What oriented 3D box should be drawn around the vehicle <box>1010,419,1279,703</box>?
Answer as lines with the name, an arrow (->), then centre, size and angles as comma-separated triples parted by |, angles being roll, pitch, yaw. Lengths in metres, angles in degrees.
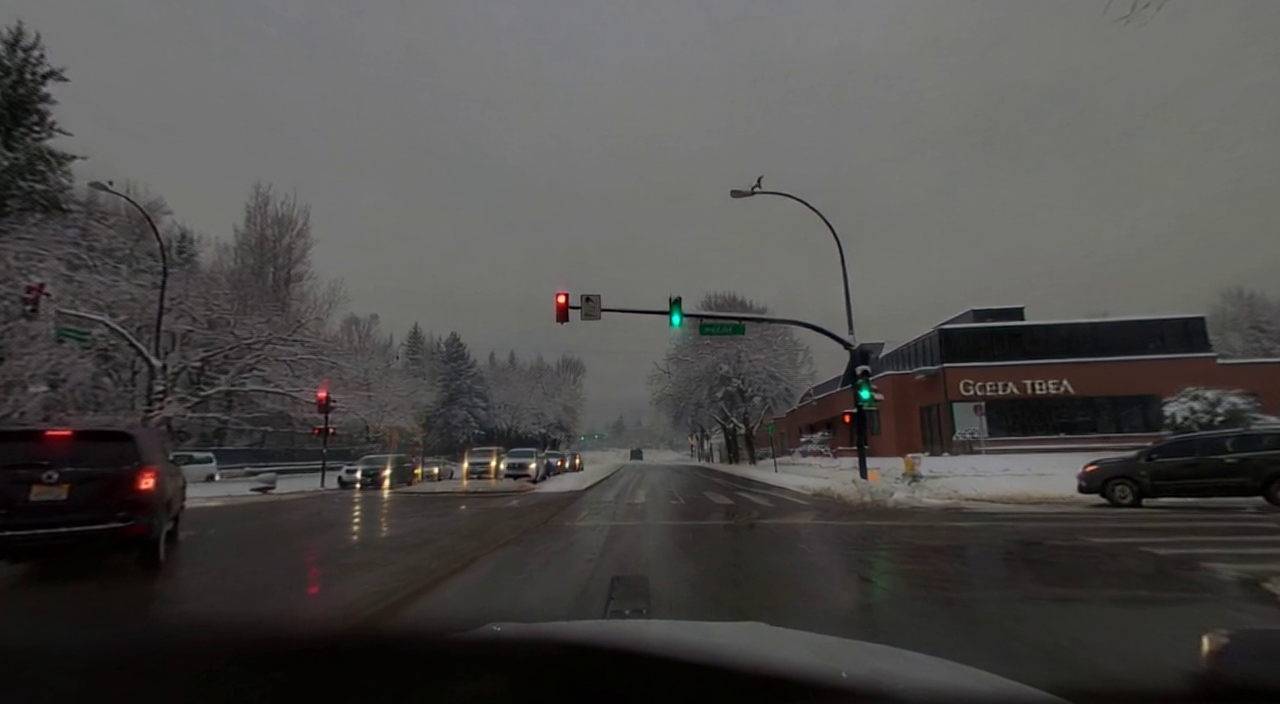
vehicle -> 3.610, 0.977, 2.241 | 1.966, 1.490, 4.429 | 0, -9, 1

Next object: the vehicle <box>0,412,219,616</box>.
vehicle -> -6.779, 1.741, 7.693 | 2.000, 1.789, 4.638 | 4, -9, -26

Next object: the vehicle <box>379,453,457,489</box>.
vehicle -> -10.604, 5.711, 30.558 | 2.041, 1.548, 4.868 | 0, -9, 0

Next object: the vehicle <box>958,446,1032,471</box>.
vehicle -> 21.509, 6.453, 38.237 | 3.576, 1.425, 1.702 | 2, -9, -11

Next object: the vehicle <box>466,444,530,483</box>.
vehicle -> -7.137, 5.665, 32.299 | 2.081, 1.818, 4.782 | 0, -9, 1

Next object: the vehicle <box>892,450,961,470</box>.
vehicle -> 20.586, 7.778, 45.382 | 4.120, 1.340, 1.654 | -1, -9, 5

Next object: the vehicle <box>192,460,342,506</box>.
vehicle -> -14.354, 5.027, 24.655 | 2.011, 1.480, 4.747 | -3, -9, 20
